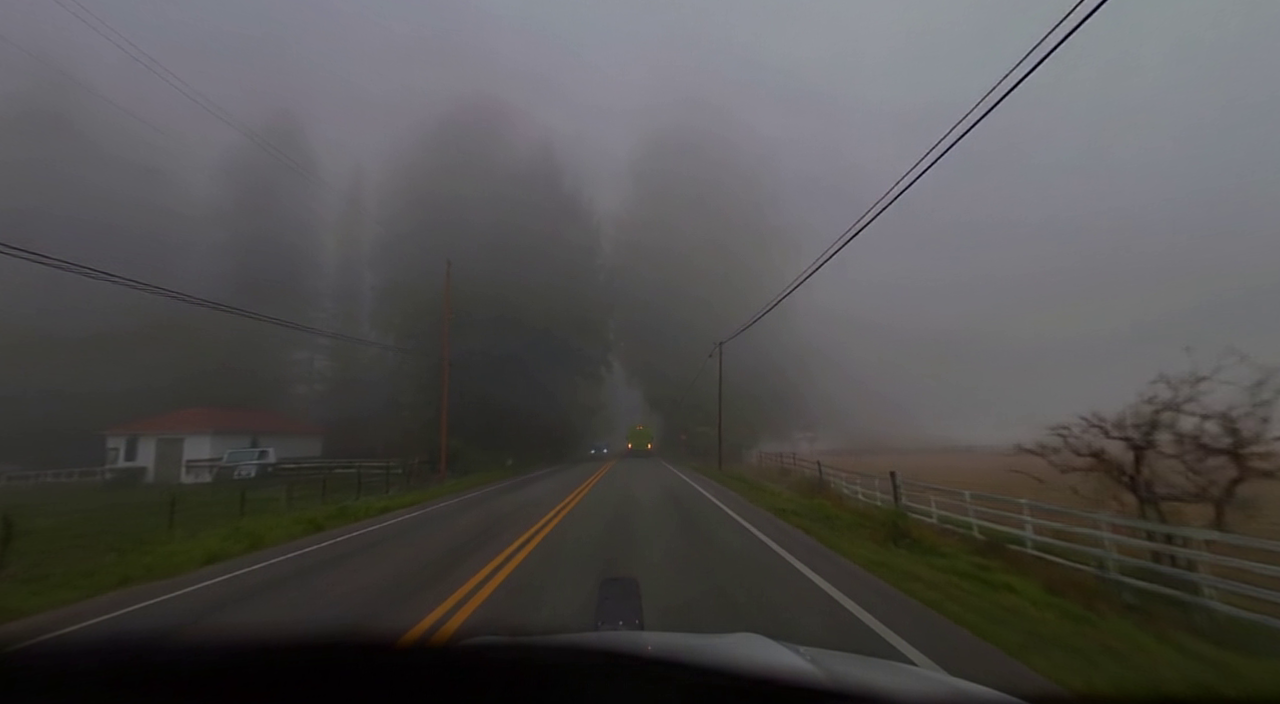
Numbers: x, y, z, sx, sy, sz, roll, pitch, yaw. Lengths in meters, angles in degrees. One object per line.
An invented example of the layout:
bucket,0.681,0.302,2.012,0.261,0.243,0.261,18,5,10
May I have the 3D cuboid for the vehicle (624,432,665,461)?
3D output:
vehicle,0.186,6.592,44.121,2.649,1.870,5.885,0,-8,-2
